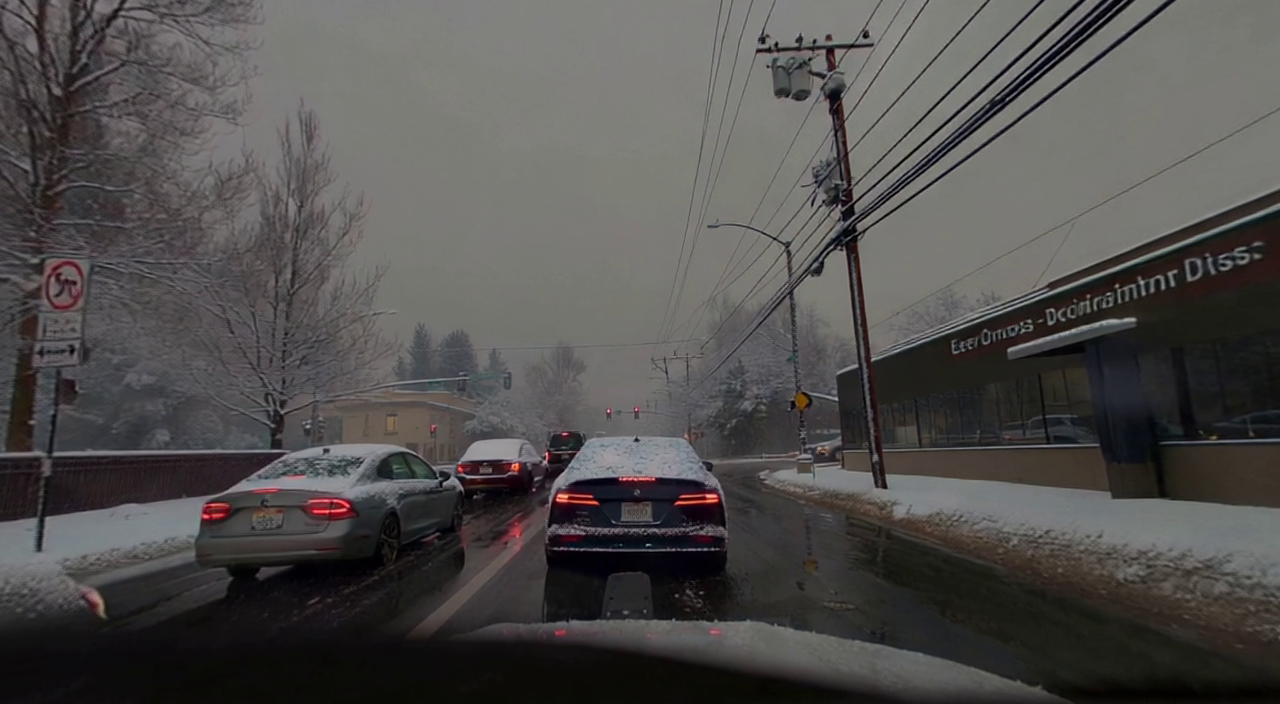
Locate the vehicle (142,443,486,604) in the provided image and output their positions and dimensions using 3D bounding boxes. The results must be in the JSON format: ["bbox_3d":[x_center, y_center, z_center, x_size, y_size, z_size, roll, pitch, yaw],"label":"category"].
[{"bbox_3d":[-3.229,1.738,7.323,1.765,1.319,4.013,0,-9,2],"label":"vehicle"}]

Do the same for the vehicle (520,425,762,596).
[{"bbox_3d":[-0.002,1.679,7.536,2.101,1.469,3.955,0,-9,0],"label":"vehicle"}]
